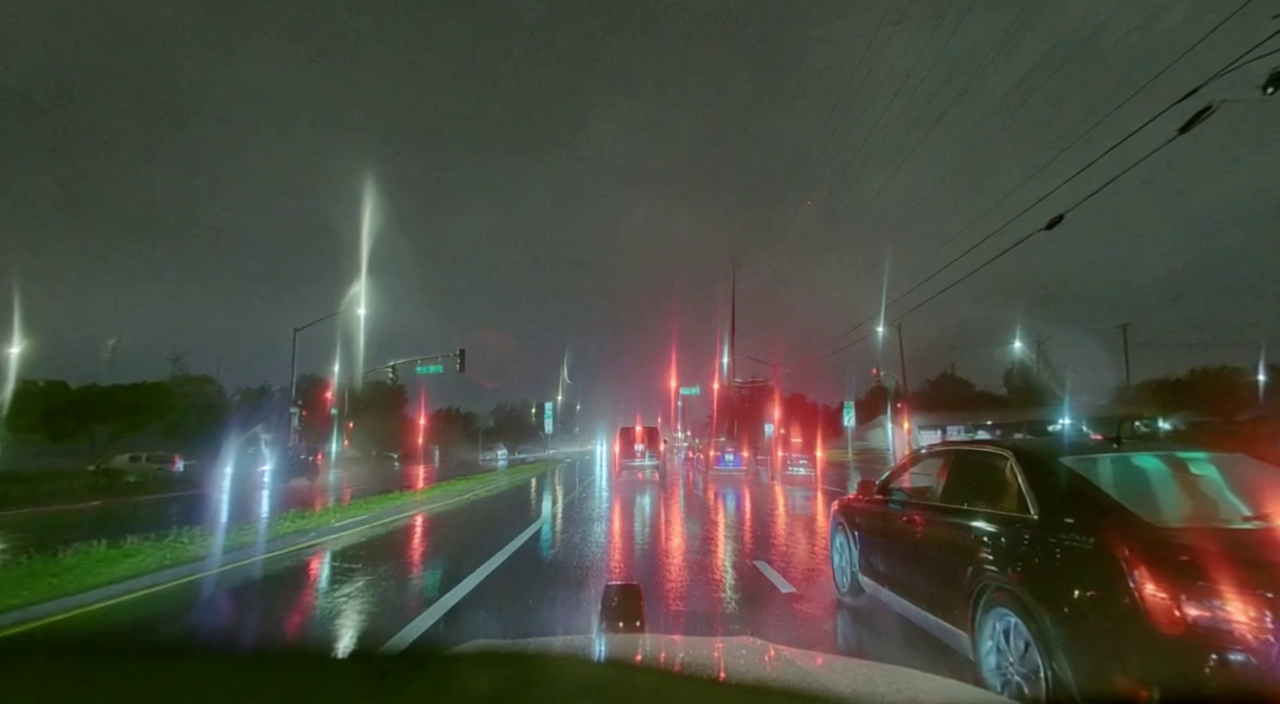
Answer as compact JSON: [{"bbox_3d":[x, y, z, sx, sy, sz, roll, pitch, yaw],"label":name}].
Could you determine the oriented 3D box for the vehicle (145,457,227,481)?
[{"bbox_3d":[-33.346,8.572,46.485,4.550,1.601,1.766,0,-8,-5],"label":"vehicle"}]

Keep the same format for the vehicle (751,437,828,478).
[{"bbox_3d":[5.872,4.201,25.378,1.926,1.472,4.449,0,-8,-1],"label":"vehicle"}]

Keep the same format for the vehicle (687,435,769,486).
[{"bbox_3d":[2.778,3.558,21.029,2.025,1.477,4.333,0,-8,-1],"label":"vehicle"}]

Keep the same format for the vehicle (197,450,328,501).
[{"bbox_3d":[-12.515,4.077,21.329,1.952,1.475,4.442,0,-8,-5],"label":"vehicle"}]

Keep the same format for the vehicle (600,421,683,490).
[{"bbox_3d":[0.021,3.190,19.682,2.236,1.856,4.816,0,-8,0],"label":"vehicle"}]

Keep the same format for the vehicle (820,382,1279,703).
[{"bbox_3d":[2.761,1.122,3.833,2.004,1.460,4.297,0,-8,-1],"label":"vehicle"}]

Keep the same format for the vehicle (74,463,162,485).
[{"bbox_3d":[-38.140,8.884,46.234,4.625,1.455,2.029,0,-8,1],"label":"vehicle"}]
